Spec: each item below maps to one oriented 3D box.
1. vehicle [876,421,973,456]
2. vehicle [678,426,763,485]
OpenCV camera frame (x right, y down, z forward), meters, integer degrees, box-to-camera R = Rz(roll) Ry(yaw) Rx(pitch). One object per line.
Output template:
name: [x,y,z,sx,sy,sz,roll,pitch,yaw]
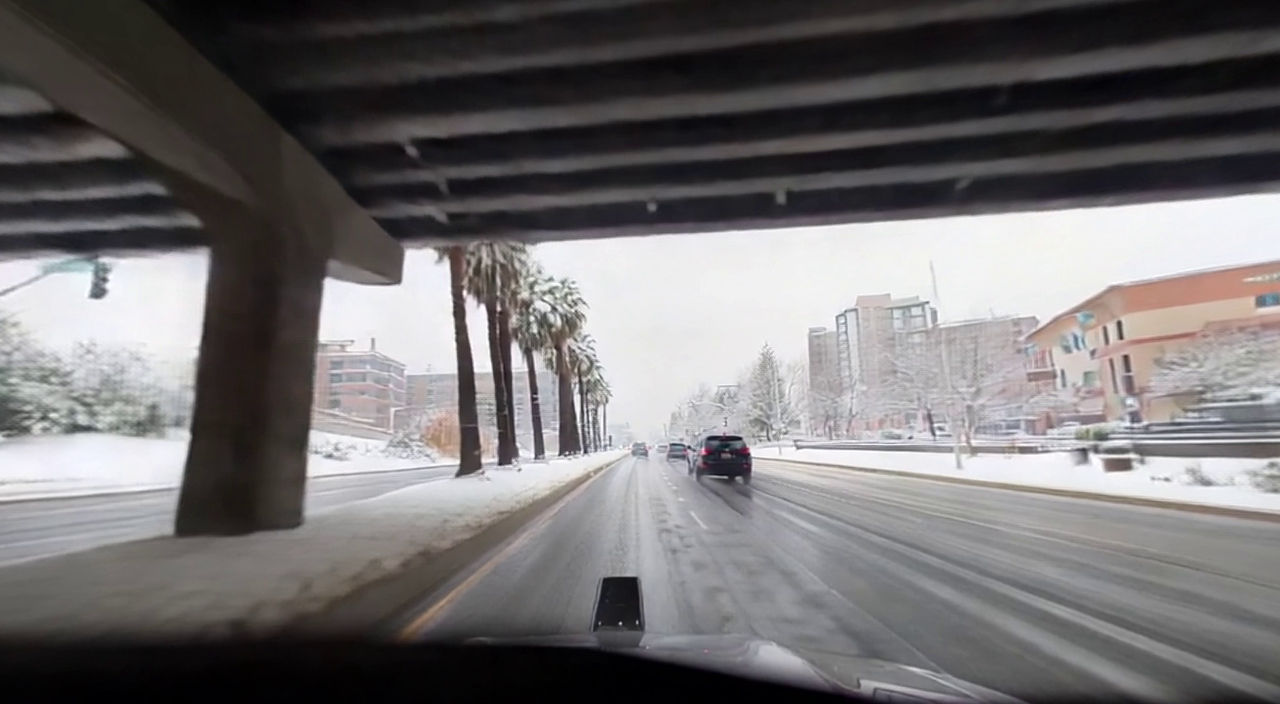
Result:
vehicle: [19.583,6.072,43.906,2.305,2.084,6.115,1,-10,-21]
vehicle: [2.959,4.020,24.761,2.559,2.017,5.562,0,-9,0]
